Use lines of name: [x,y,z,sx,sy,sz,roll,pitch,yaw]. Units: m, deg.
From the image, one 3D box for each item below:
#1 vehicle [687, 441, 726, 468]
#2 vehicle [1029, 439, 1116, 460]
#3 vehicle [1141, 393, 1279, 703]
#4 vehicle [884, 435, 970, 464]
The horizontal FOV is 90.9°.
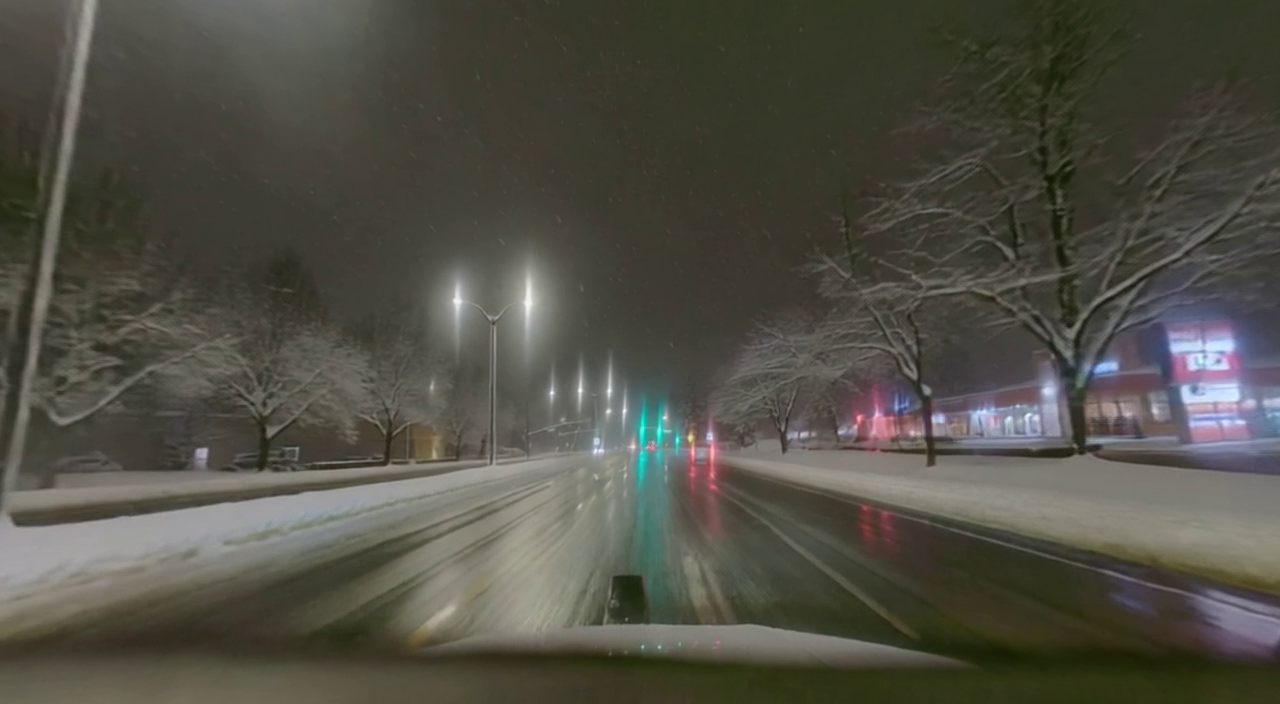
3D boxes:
vehicle: [4.290,6.706,41.473,2.007,1.683,4.171,0,-8,-1]
vehicle: [32.545,7.349,47.526,5.080,1.504,1.946,-9,-12,44]
vehicle: [3.608,0.679,0.858,1.995,1.528,4.732,0,-9,1]
vehicle: [18.050,6.153,39.774,4.386,1.701,2.121,-1,-9,3]
